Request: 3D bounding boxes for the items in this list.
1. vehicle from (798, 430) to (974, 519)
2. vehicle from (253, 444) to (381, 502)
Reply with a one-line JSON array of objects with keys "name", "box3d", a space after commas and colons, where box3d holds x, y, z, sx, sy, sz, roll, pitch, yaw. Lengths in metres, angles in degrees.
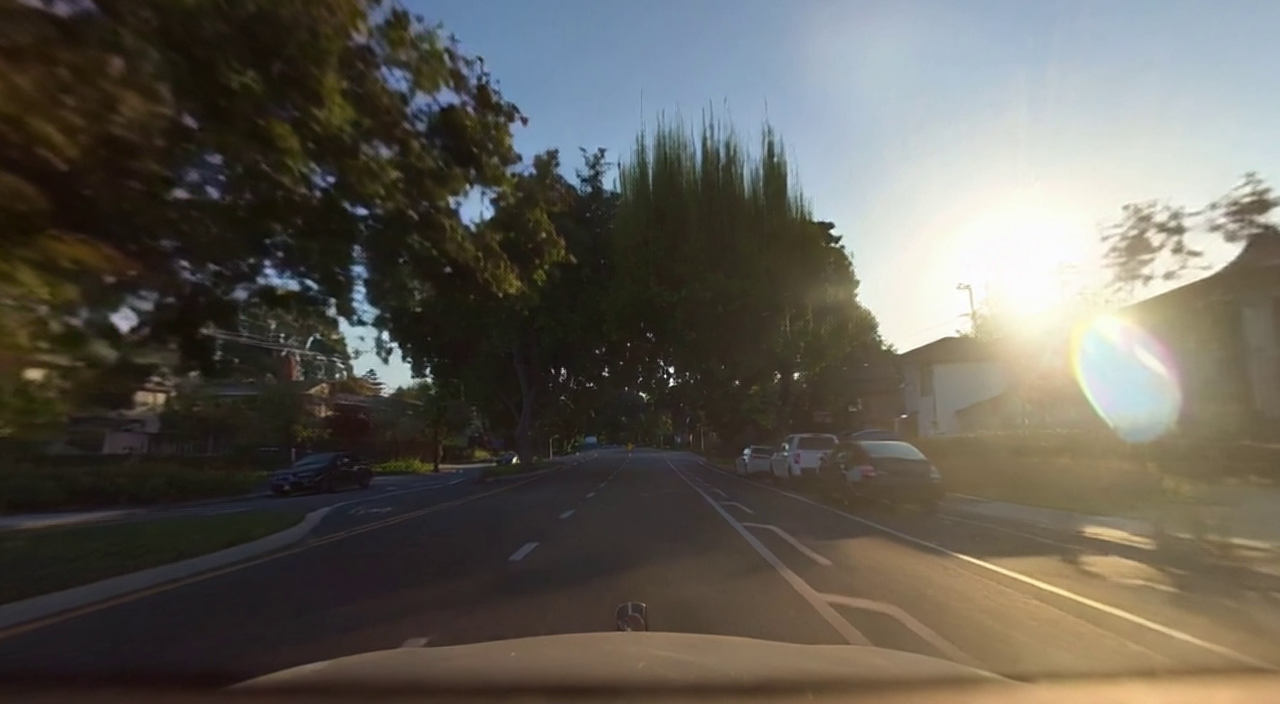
[{"name": "vehicle", "box3d": [5.106, 2.617, 14.055, 1.885, 1.603, 5.235, 0, -9, 1]}, {"name": "vehicle", "box3d": [-11.562, 4.304, 23.030, 2.054, 1.704, 4.710, -3, -7, 3]}]
